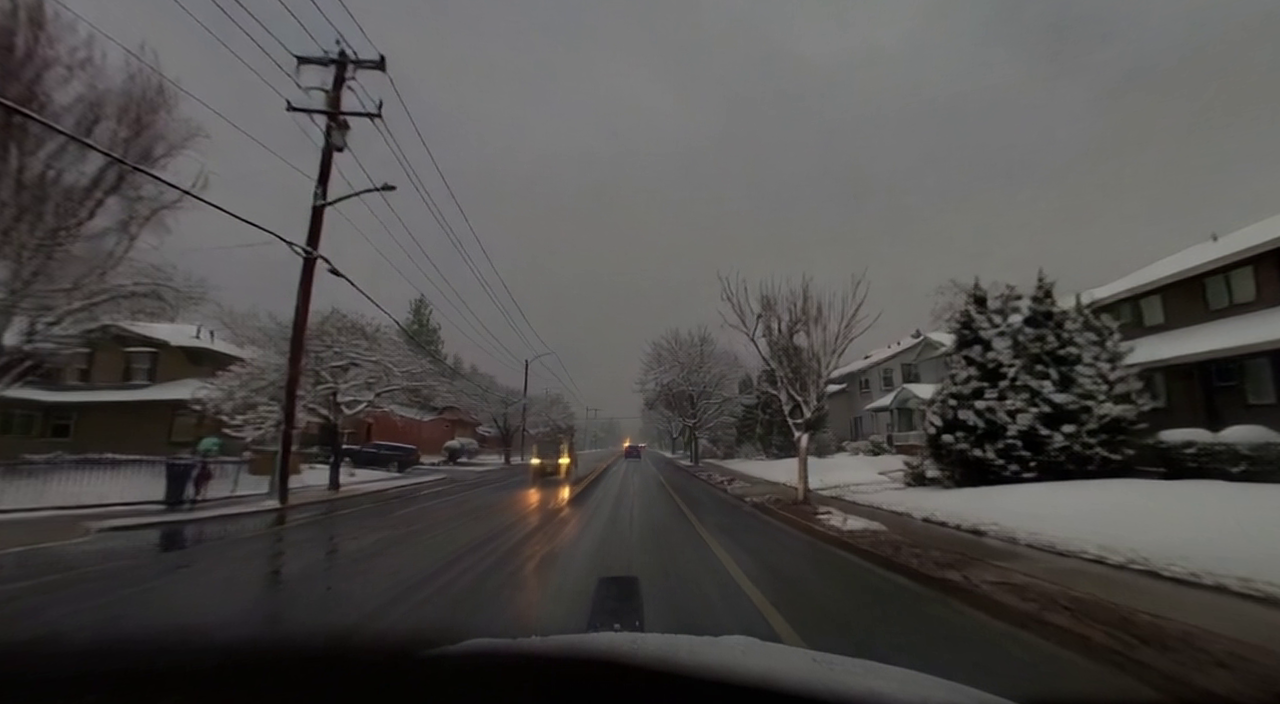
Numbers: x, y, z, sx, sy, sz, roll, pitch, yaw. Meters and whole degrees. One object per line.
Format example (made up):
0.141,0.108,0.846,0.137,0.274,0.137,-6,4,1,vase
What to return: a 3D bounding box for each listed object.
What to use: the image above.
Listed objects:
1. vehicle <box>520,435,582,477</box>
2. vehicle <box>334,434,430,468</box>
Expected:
-4.031,4.834,29.562,2.145,1.762,4.960,1,-8,0,vehicle
-14.914,5.763,36.697,4.662,1.832,2.063,1,-8,-5,vehicle
